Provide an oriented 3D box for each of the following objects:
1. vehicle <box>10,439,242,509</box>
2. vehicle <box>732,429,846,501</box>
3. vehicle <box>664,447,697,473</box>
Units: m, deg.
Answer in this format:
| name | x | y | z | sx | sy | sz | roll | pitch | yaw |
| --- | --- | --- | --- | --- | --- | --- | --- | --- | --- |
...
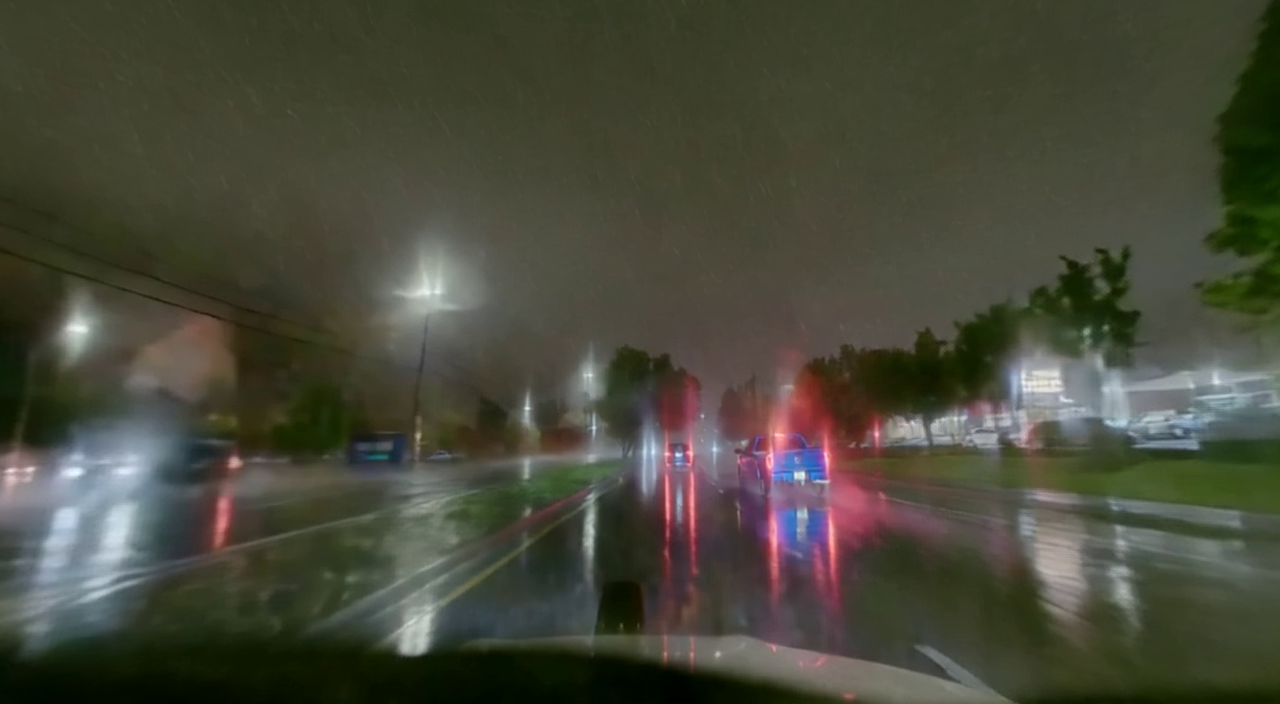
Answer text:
| name | x | y | z | sx | sy | sz | roll | pitch | yaw |
| --- | --- | --- | --- | --- | --- | --- | --- | --- | --- |
| vehicle | -13.102 | 3.126 | 16.574 | 2.008 | 1.553 | 4.642 | 0 | -9 | 3 |
| vehicle | 4.461 | 3.514 | 19.973 | 2.367 | 1.919 | 5.651 | 0 | -9 | 2 |
| vehicle | 2.604 | 6.804 | 39.877 | 1.968 | 1.521 | 4.262 | -1 | -9 | 4 |
